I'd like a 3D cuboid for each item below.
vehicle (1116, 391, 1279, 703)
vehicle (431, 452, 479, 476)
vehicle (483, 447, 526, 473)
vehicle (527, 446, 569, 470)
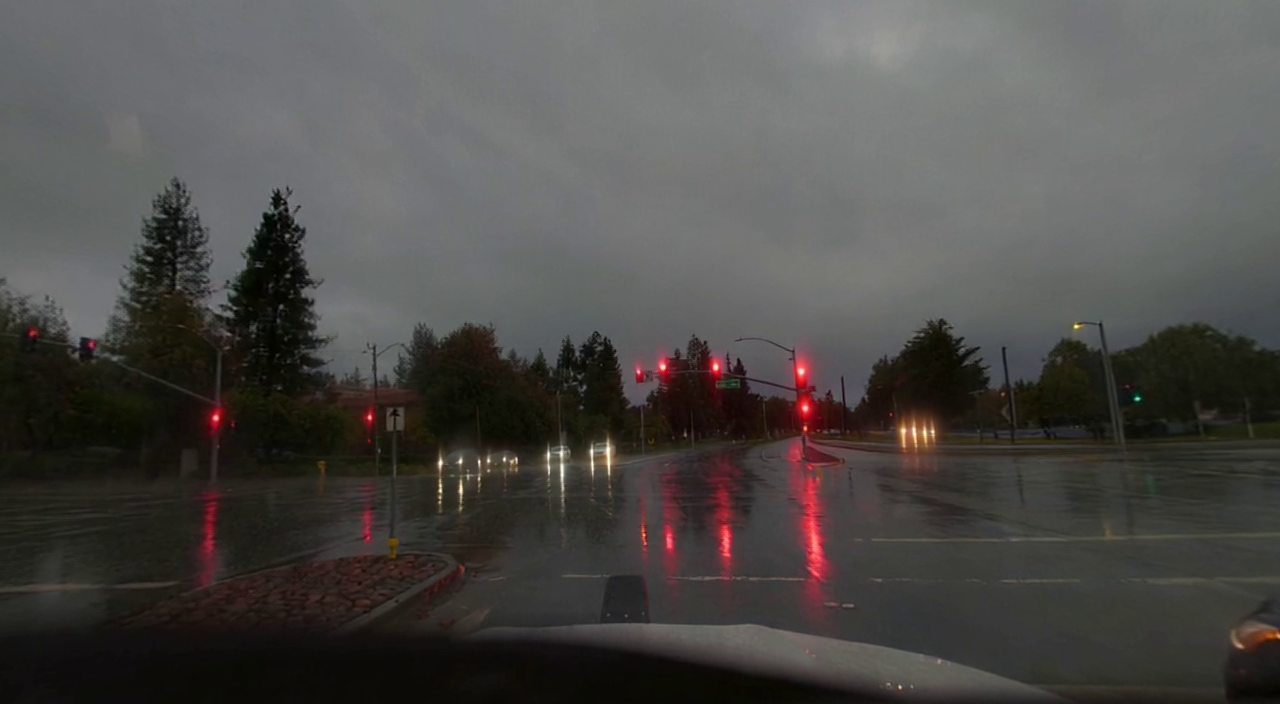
[{"bbox_3d":[3.053,0.619,0.421,1.978,1.468,4.544,0,-9,1],"label":"vehicle"},{"bbox_3d":[-13.434,8.118,45.983,2.101,1.637,4.304,0,-9,1],"label":"vehicle"},{"bbox_3d":[-9.803,7.835,45.939,2.064,1.725,4.243,0,-9,1],"label":"vehicle"},{"bbox_3d":[-6.572,7.607,45.497,2.126,1.657,4.307,-1,-9,3],"label":"vehicle"}]
